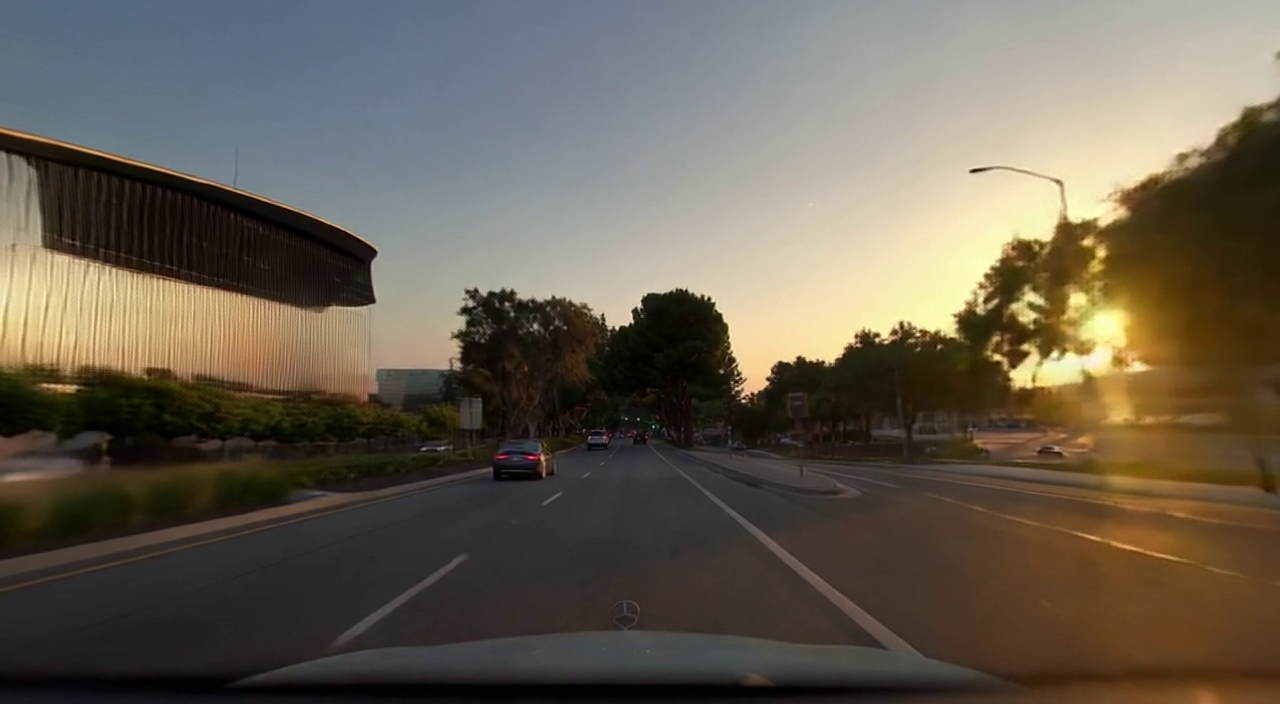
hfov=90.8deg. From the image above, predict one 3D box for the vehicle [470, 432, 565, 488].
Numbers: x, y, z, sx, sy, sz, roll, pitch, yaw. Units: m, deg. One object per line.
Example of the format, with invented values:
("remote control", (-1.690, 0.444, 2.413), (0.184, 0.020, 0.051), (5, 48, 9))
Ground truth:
("vehicle", (-3.675, 3.335, 19.890), (1.984, 1.521, 4.682), (0, -8, 1))
